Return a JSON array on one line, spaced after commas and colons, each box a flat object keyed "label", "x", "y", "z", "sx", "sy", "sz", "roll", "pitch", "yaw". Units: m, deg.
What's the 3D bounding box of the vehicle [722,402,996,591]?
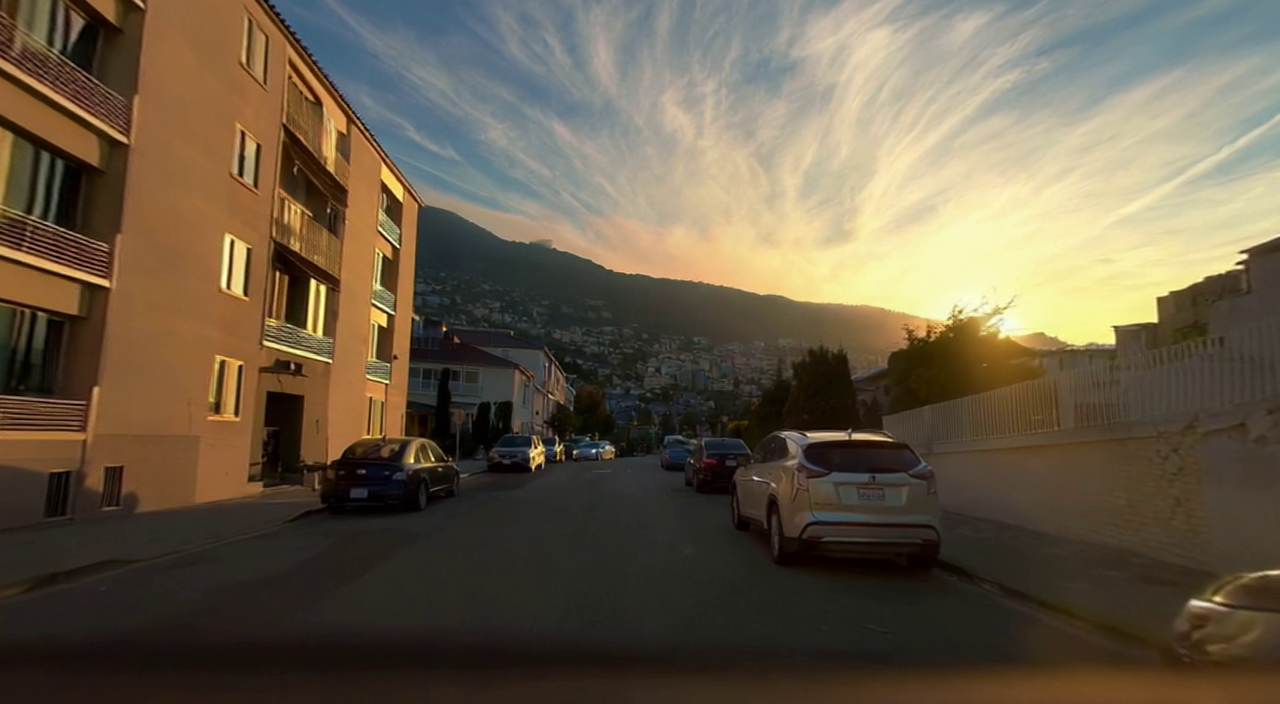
[{"label": "vehicle", "x": 2.227, "y": 1.560, "z": 7.673, "sx": 1.839, "sy": 1.678, "sz": 3.918, "roll": 0, "pitch": -8, "yaw": -1}]

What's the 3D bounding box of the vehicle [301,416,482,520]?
[{"label": "vehicle", "x": -4.550, "y": 2.235, "z": 12.383, "sx": 1.883, "sy": 1.499, "sz": 4.426, "roll": 6, "pitch": -10, "yaw": -3}]

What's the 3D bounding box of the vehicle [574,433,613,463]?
[{"label": "vehicle", "x": -2.468, "y": 5.174, "z": 34.106, "sx": 1.845, "sy": 1.544, "sz": 3.388, "roll": 0, "pitch": -8, "yaw": 0}]

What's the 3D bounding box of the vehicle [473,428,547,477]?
[{"label": "vehicle", "x": -4.846, "y": 3.834, "z": 24.092, "sx": 1.942, "sy": 1.521, "sz": 3.761, "roll": 5, "pitch": -9, "yaw": 0}]

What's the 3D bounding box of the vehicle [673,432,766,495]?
[{"label": "vehicle", "x": 1.976, "y": 2.909, "z": 16.951, "sx": 1.786, "sy": 1.447, "sz": 4.314, "roll": 0, "pitch": -8, "yaw": -2}]
